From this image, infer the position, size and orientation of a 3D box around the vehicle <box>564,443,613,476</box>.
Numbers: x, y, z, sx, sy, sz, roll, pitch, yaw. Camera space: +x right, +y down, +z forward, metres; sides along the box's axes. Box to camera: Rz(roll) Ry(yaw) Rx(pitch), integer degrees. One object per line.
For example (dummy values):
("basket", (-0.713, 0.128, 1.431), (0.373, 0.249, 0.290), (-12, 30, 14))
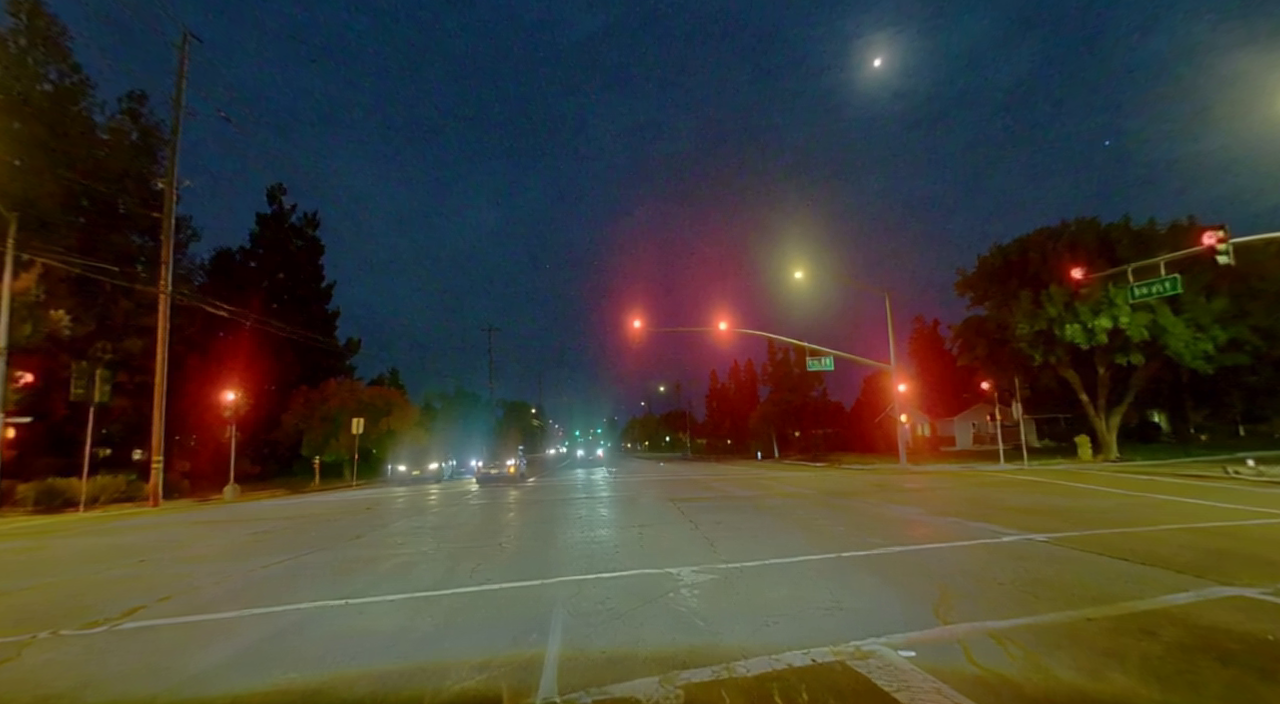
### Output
("vehicle", (-2.435, 5.212, 30.925), (2.174, 1.477, 4.805), (0, -9, -2))

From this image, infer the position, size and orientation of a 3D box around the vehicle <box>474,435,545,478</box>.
("vehicle", (-6.411, 5.221, 31.764), (2.479, 1.977, 5.254), (0, -9, -1))

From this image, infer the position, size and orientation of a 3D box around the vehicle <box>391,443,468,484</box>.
("vehicle", (-10.186, 5.388, 30.988), (2.241, 1.819, 4.690), (0, -9, -1))
